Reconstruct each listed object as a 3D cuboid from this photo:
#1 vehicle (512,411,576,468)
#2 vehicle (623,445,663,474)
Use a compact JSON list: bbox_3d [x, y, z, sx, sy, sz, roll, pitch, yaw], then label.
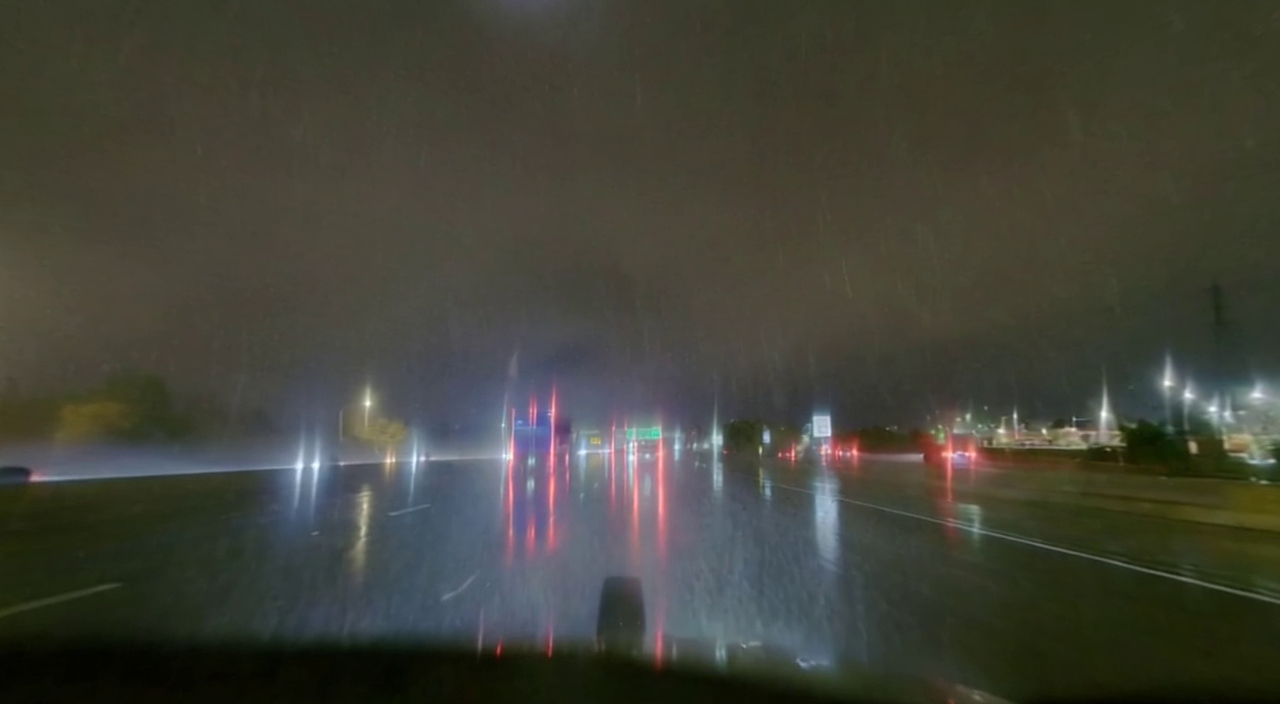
[{"bbox_3d":[-6.991,6.695,47.774,3.067,3.804,11.136,0,-9,0],"label":"vehicle"},{"bbox_3d":[0.144,5.847,34.516,2.066,1.469,4.050,0,-9,-1],"label":"vehicle"}]
